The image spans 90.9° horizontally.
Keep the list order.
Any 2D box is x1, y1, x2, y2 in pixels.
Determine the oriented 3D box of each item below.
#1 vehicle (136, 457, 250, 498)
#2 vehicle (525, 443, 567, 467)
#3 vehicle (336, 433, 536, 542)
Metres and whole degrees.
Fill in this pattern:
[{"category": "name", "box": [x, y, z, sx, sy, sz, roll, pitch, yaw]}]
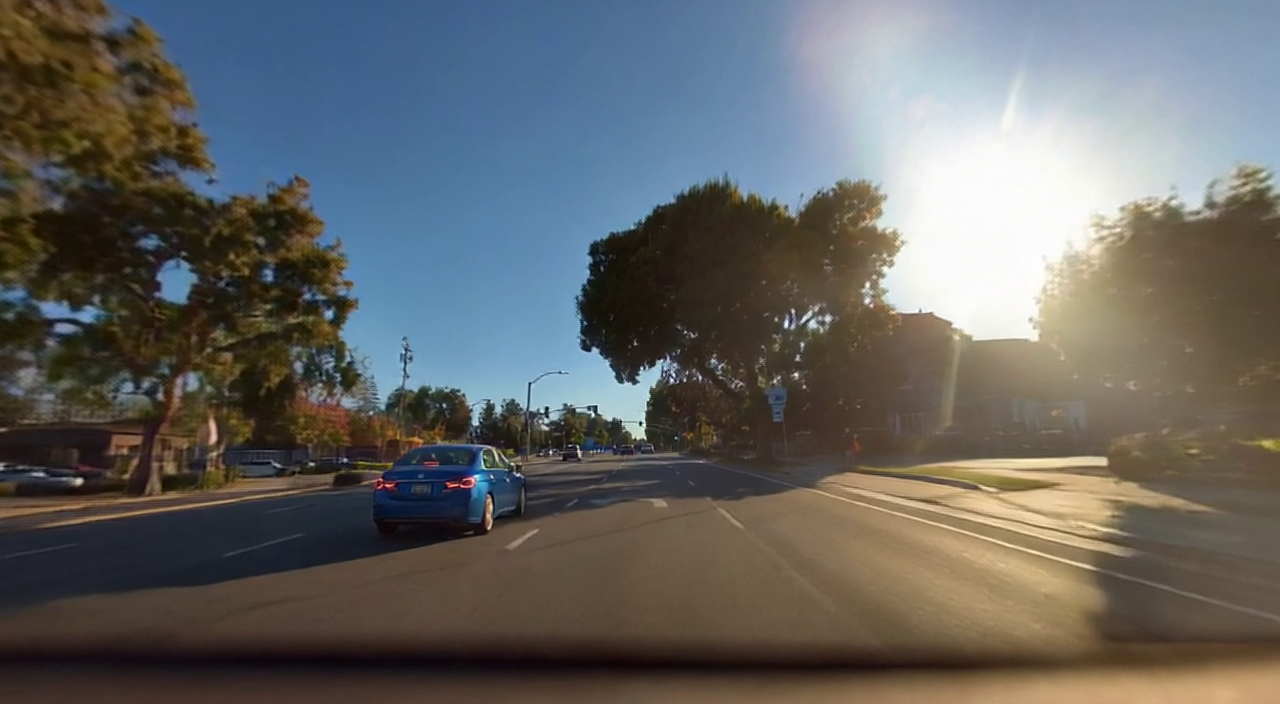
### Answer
[{"category": "vehicle", "box": [-21.618, 6.046, 30.785, 1.960, 1.718, 4.826, 0, -9, 1]}, {"category": "vehicle", "box": [-6.341, 6.999, 43.039, 2.027, 1.501, 4.707, 0, -9, 1]}, {"category": "vehicle", "box": [-3.183, 2.214, 10.951, 1.924, 1.480, 4.421, 0, -9, 1]}]
